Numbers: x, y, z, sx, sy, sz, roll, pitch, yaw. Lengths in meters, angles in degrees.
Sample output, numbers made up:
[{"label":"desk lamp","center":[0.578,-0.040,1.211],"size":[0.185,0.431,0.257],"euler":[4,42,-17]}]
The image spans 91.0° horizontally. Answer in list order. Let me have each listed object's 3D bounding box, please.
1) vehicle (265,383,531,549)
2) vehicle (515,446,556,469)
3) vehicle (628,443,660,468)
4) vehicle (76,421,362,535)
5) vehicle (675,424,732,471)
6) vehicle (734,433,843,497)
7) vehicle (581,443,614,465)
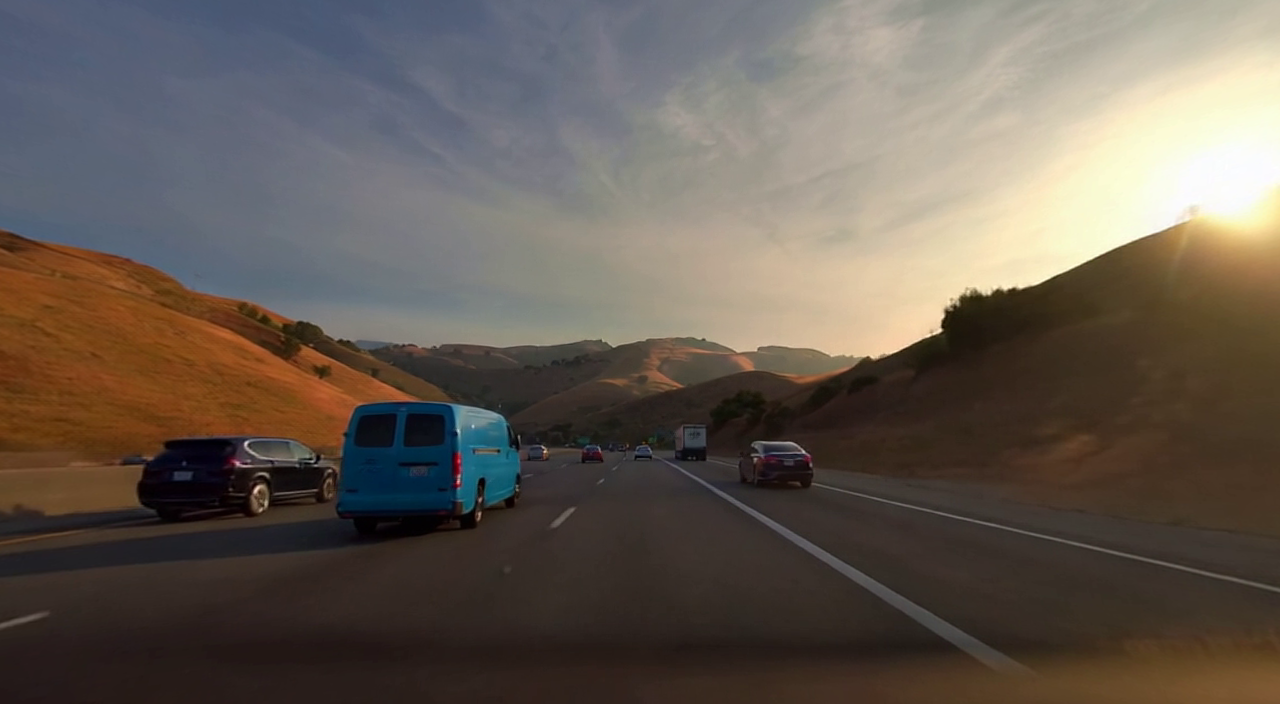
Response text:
[{"label":"vehicle","center":[-3.739,1.960,11.359],"size":[2.421,2.203,5.775],"euler":[0,-9,1]},{"label":"vehicle","center":[-7.105,7.205,43.243],"size":[2.021,1.500,4.512],"euler":[0,-9,-1]},{"label":"vehicle","center":[0.242,6.755,41.346],"size":[2.014,1.543,3.804],"euler":[0,-9,0]},{"label":"vehicle","center":[-7.498,2.291,12.073],"size":[2.054,1.715,4.928],"euler":[0,-9,0]},{"label":"vehicle","center":[3.974,6.280,41.322],"size":[2.877,2.730,7.831],"euler":[0,-9,0]},{"label":"vehicle","center":[4.043,3.167,17.943],"size":[2.051,1.598,4.145],"euler":[0,-9,-1]},{"label":"vehicle","center":[-3.168,7.726,47.697],"size":[2.138,1.581,4.340],"euler":[0,-9,0]}]
